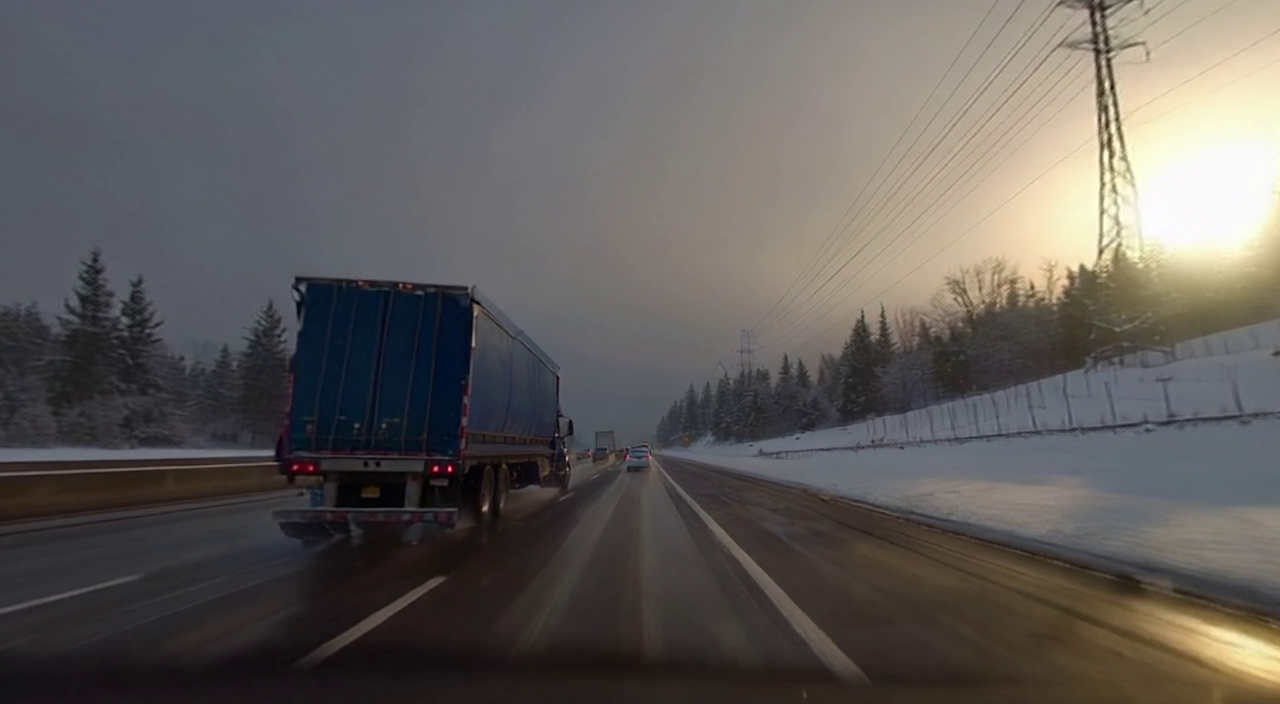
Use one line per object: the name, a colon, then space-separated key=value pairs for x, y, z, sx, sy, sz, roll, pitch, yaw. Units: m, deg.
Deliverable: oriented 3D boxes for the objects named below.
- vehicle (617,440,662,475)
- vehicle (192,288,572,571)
vehicle: x=-0.015 y=5.350 z=32.143 sx=2.178 sy=1.640 sz=4.071 roll=0 pitch=-9 yaw=0
vehicle: x=-3.429 y=1.533 z=11.818 sx=3.023 sy=3.246 sz=9.102 roll=-1 pitch=-9 yaw=2
